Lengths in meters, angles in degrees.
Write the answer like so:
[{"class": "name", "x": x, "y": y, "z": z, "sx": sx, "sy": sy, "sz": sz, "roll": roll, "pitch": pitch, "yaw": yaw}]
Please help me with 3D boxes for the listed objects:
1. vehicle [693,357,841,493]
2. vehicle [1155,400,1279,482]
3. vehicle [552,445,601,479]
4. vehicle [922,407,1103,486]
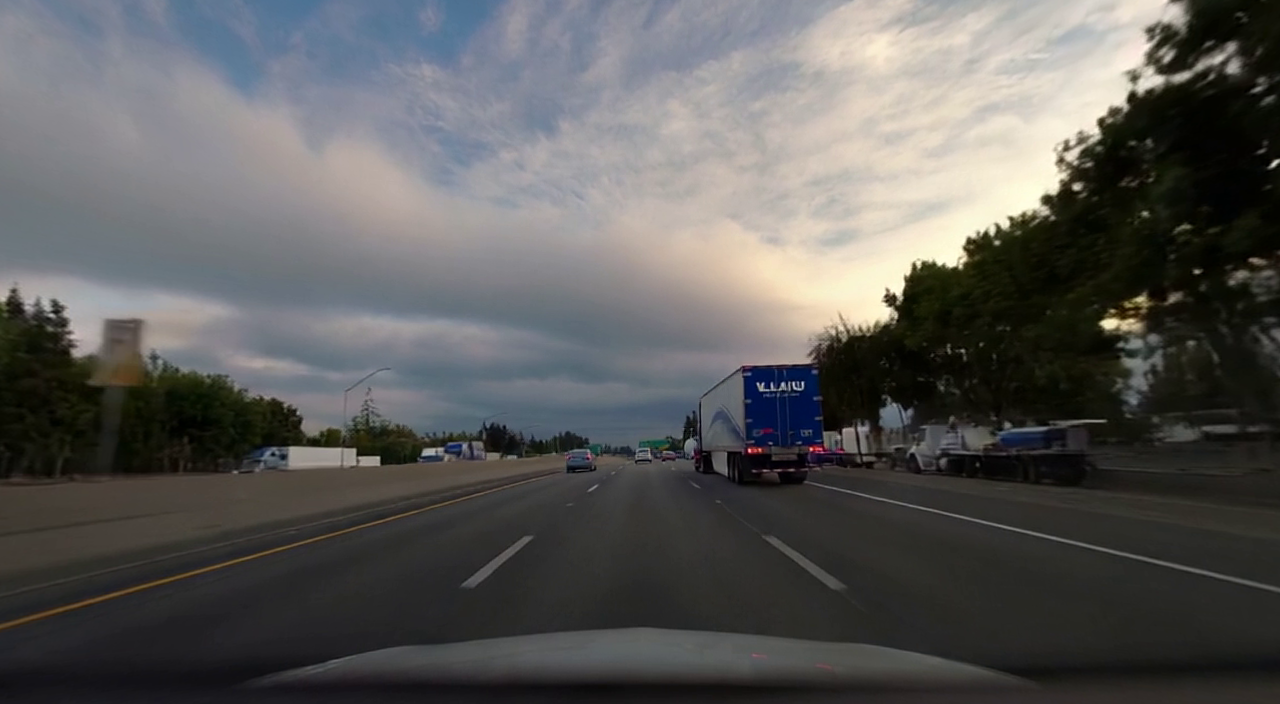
[{"class": "vehicle", "x": 4.368, "y": 3.235, "z": 25.940, "sx": 2.847, "sy": 4.075, "sz": 14.244, "roll": 0, "pitch": -9, "yaw": -1}, {"class": "vehicle", "x": 34.462, "y": 4.541, "z": 32.459, "sx": 2.942, "sy": 4.130, "sz": 11.672, "roll": 7, "pitch": -12, "yaw": -44}, {"class": "vehicle", "x": -3.252, "y": 5.754, "z": 33.158, "sx": 2.107, "sy": 1.626, "sz": 4.804, "roll": 0, "pitch": -9, "yaw": -1}, {"class": "vehicle", "x": 17.773, "y": 4.705, "z": 31.300, "sx": 2.809, "sy": 3.269, "sz": 10.050, "roll": 0, "pitch": -9, "yaw": 0}]
